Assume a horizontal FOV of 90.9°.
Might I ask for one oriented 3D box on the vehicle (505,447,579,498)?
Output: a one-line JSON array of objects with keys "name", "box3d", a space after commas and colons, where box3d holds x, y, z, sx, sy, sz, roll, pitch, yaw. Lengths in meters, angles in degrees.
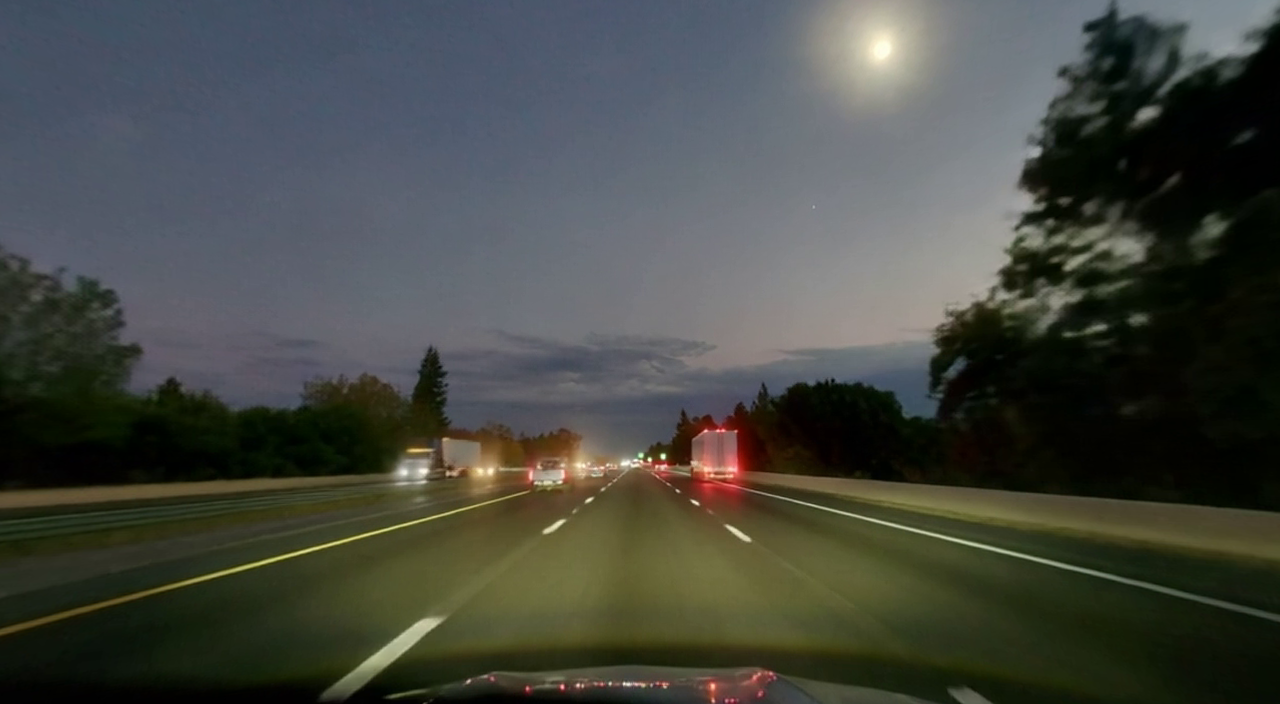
[{"name": "vehicle", "box3d": [-3.970, 5.049, 26.467, 2.272, 1.873, 4.832, 1, -10, 0]}]
